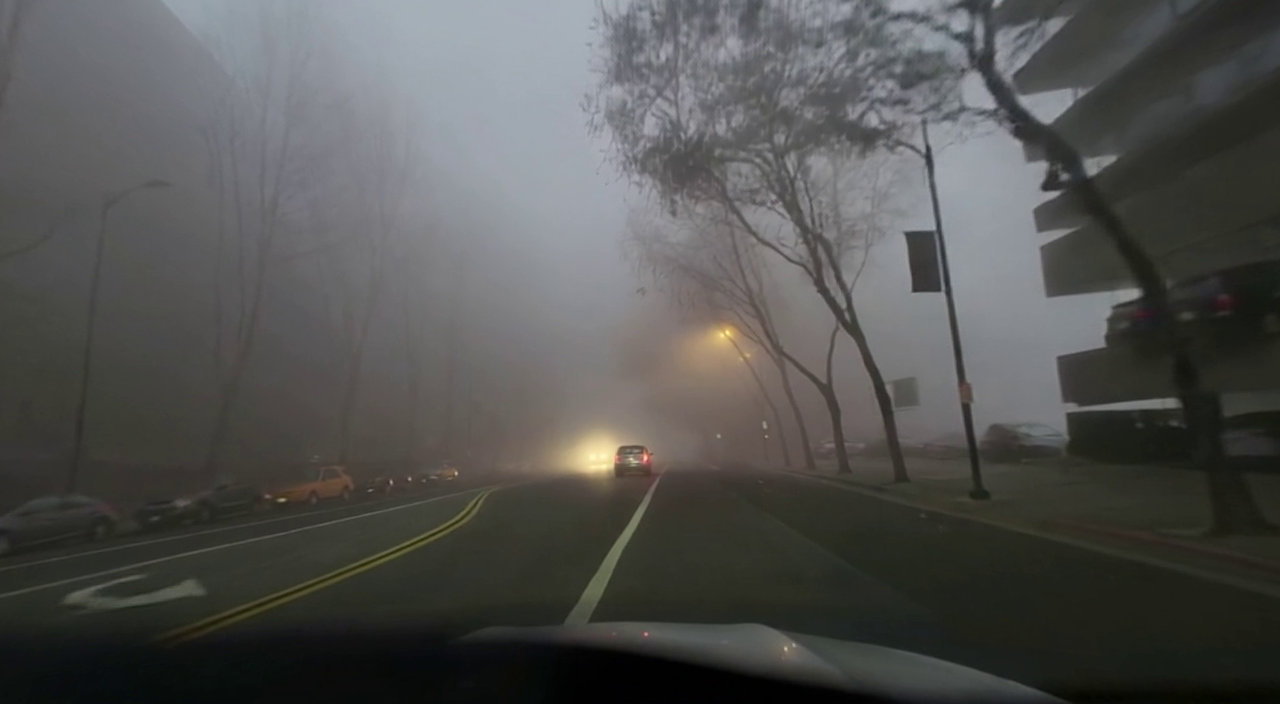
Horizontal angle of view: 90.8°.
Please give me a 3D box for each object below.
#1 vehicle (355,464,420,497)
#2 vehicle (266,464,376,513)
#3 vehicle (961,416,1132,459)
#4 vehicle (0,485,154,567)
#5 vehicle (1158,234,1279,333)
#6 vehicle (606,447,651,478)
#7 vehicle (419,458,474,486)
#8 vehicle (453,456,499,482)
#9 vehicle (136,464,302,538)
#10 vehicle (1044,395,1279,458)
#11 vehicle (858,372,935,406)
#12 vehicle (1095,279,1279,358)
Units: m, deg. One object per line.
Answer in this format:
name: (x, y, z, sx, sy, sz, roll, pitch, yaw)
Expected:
vehicle: (-12.956, 6.582, 32.635, 1.646, 1.462, 3.740, 0, -8, 2)
vehicle: (-13.261, 5.668, 26.625, 1.984, 1.635, 4.525, -3, -9, 5)
vehicle: (14.984, 3.222, 23.581, 4.750, 1.519, 2.276, 0, -9, 3)
vehicle: (-14.062, 3.946, 14.452, 2.021, 1.438, 4.616, -3, -9, 5)
vehicle: (13.503, -1.422, 13.083, 3.826, 1.601, 1.807, -3, -8, 1)
vehicle: (-0.501, 5.619, 32.526, 2.051, 1.454, 4.132, 0, -8, 3)
vehicle: (-12.562, 7.801, 41.304, 1.997, 1.668, 4.084, -1, -8, 4)
vehicle: (-12.209, 8.727, 47.339, 2.016, 1.627, 4.742, -2, -8, 3)
vehicle: (-13.771, 4.834, 21.096, 1.917, 1.775, 5.018, -10, -10, 2)
vehicle: (14.567, 2.158, 17.924, 4.619, 1.626, 2.121, -1, -8, 6)
vehicle: (15.129, 2.222, 37.424, 3.766, 1.708, 1.810, -2, -10, 6)
vehicle: (13.776, -0.780, 15.528, 3.770, 1.574, 1.671, -1, -9, 5)
